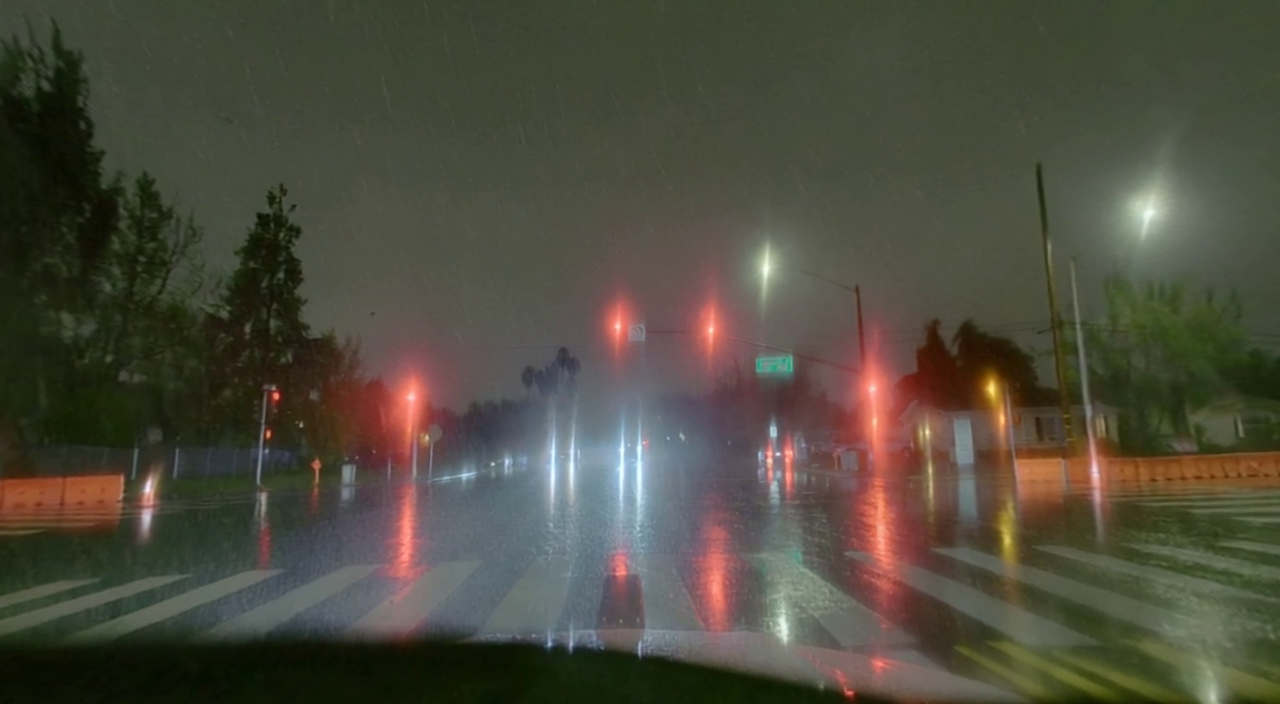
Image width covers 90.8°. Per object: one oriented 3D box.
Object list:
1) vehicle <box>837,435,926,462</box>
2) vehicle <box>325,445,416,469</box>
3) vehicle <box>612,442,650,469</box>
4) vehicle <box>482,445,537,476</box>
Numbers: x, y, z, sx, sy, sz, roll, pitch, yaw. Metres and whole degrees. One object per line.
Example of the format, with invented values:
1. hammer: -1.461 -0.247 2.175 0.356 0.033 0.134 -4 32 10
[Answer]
1. vehicle: 15.363 6.178 40.321 4.892 1.656 1.856 0 -8 0
2. vehicle: -16.391 6.397 38.601 4.713 1.409 1.918 0 -8 -2
3. vehicle: -0.511 6.103 37.364 2.105 1.457 4.173 0 -8 -1
4. vehicle: -6.614 5.528 32.406 1.881 1.452 4.121 0 -8 0
